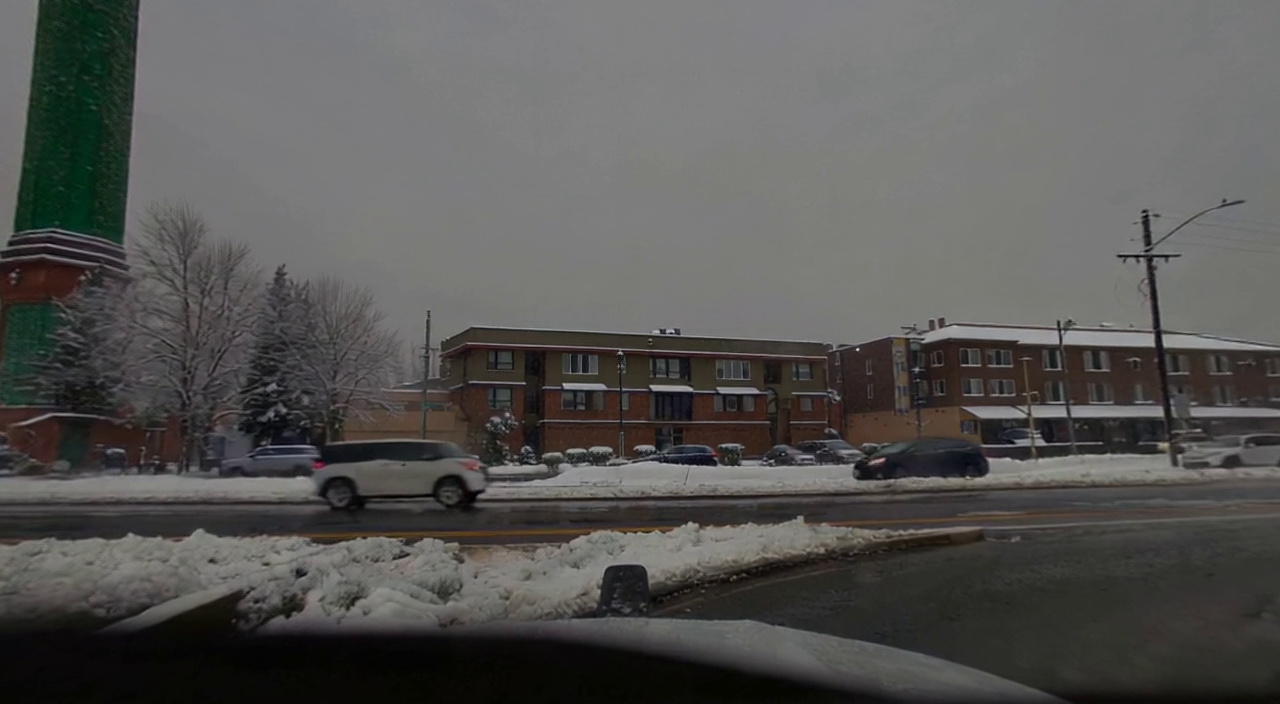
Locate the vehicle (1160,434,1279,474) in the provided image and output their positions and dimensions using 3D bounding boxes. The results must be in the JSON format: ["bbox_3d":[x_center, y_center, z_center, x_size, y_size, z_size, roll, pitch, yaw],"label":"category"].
[{"bbox_3d":[23.283,3.960,24.589,4.921,1.453,1.894,2,-9,-13],"label":"vehicle"}]

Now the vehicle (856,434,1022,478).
[{"bbox_3d":[10.890,3.780,23.080,5.371,1.488,1.763,1,-9,-11],"label":"vehicle"}]

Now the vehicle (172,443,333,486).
[{"bbox_3d":[-13.872,4.031,22.849,4.513,1.451,1.853,1,-9,-7],"label":"vehicle"}]

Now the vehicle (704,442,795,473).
[{"bbox_3d":[6.686,6.479,38.728,5.127,1.803,2.011,1,-9,-9],"label":"vehicle"}]

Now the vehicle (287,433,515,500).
[{"bbox_3d":[-5.579,2.748,15.386,4.818,1.470,1.989,1,-9,-8],"label":"vehicle"}]

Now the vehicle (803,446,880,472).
[{"bbox_3d":[12.743,6.732,39.959,4.215,1.575,1.884,2,-9,-12],"label":"vehicle"}]

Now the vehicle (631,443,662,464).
[{"bbox_3d":[0.426,7.588,47.123,1.845,1.509,3.855,1,-9,-6],"label":"vehicle"}]
